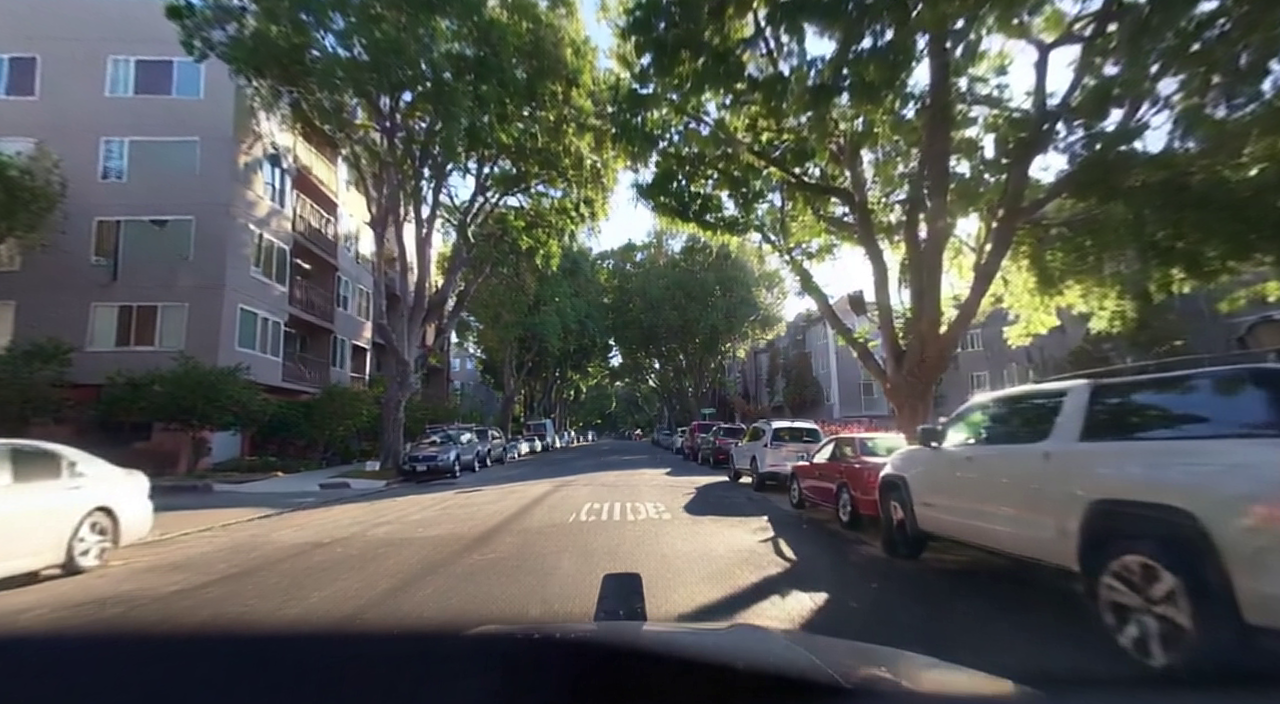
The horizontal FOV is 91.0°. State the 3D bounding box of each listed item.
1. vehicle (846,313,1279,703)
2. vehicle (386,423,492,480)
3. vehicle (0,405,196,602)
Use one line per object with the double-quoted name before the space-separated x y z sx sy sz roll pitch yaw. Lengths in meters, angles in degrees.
"vehicle" 4.165 1.187 5.749 2.365 1.970 6.011 0 -8 -2
"vehicle" -7.501 3.832 24.184 2.384 1.781 5.492 -3 -9 -1
"vehicle" -7.070 1.471 5.913 2.235 1.802 5.138 -2 -9 -3
